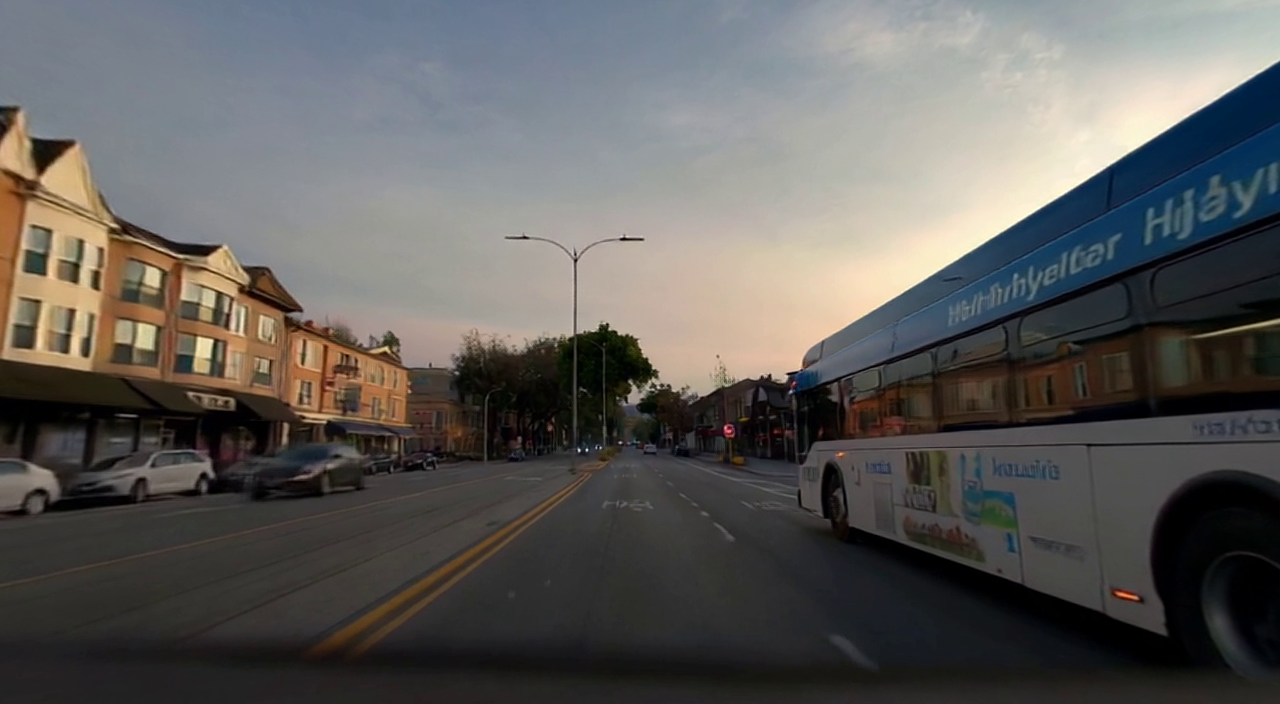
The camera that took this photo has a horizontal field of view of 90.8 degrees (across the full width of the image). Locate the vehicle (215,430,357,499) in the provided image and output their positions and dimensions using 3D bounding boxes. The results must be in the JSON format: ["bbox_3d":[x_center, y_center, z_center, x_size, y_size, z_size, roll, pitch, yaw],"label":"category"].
[{"bbox_3d":[-11.568,3.679,21.137,2.084,2.027,4.557,0,-8,0],"label":"vehicle"}]

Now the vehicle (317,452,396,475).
[{"bbox_3d":[-19.601,7.715,43.793,4.522,1.469,1.840,1,-8,-4],"label":"vehicle"}]

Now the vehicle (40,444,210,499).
[{"bbox_3d":[-18.127,4.191,22.397,4.392,1.800,1.902,-1,-8,4],"label":"vehicle"}]

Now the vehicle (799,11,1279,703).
[{"bbox_3d":[4.453,0.423,4.669,3.194,3.345,12.428,0,-8,-1],"label":"vehicle"}]
